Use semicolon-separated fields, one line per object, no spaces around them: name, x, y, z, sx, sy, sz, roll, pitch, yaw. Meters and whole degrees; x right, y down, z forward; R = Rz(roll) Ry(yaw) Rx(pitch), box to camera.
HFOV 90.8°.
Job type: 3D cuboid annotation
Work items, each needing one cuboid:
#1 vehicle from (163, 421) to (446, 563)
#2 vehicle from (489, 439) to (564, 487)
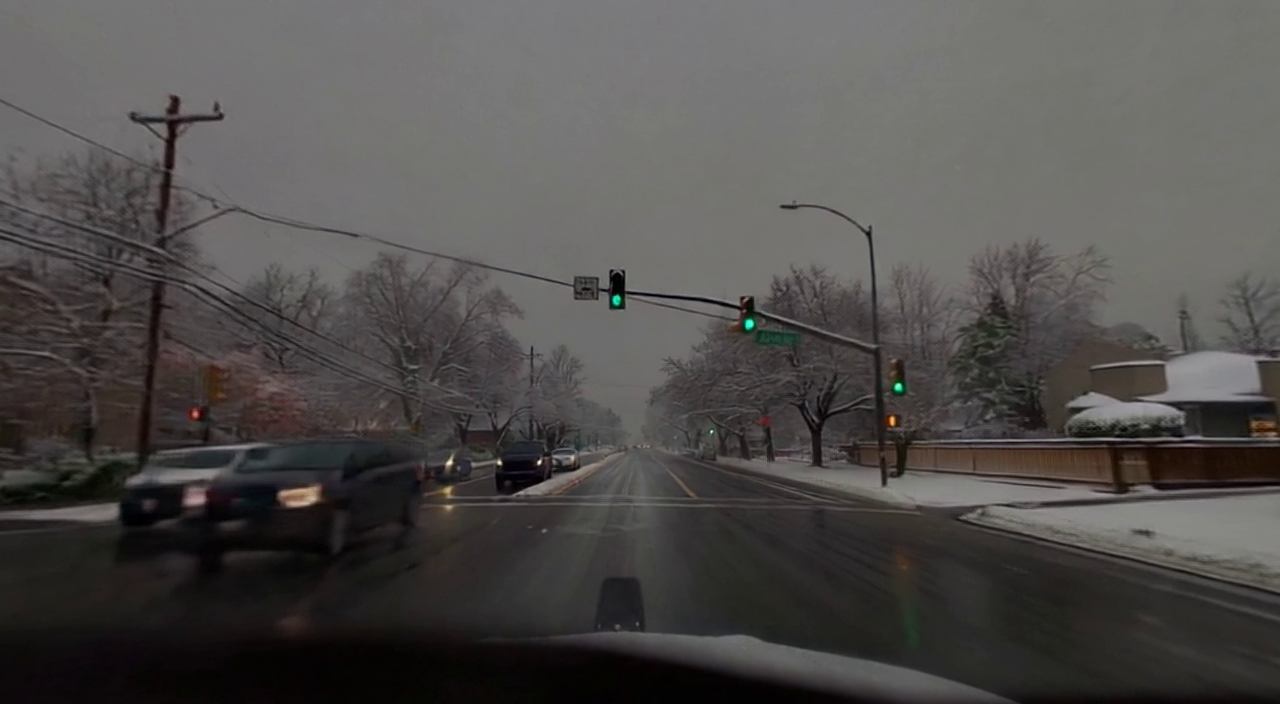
vehicle;-4.580;1.935;9.488;1.999;1.652;3.962;0;-8;1
vehicle;-4.464;4.418;25.570;2.095;1.731;4.462;0;-8;1
